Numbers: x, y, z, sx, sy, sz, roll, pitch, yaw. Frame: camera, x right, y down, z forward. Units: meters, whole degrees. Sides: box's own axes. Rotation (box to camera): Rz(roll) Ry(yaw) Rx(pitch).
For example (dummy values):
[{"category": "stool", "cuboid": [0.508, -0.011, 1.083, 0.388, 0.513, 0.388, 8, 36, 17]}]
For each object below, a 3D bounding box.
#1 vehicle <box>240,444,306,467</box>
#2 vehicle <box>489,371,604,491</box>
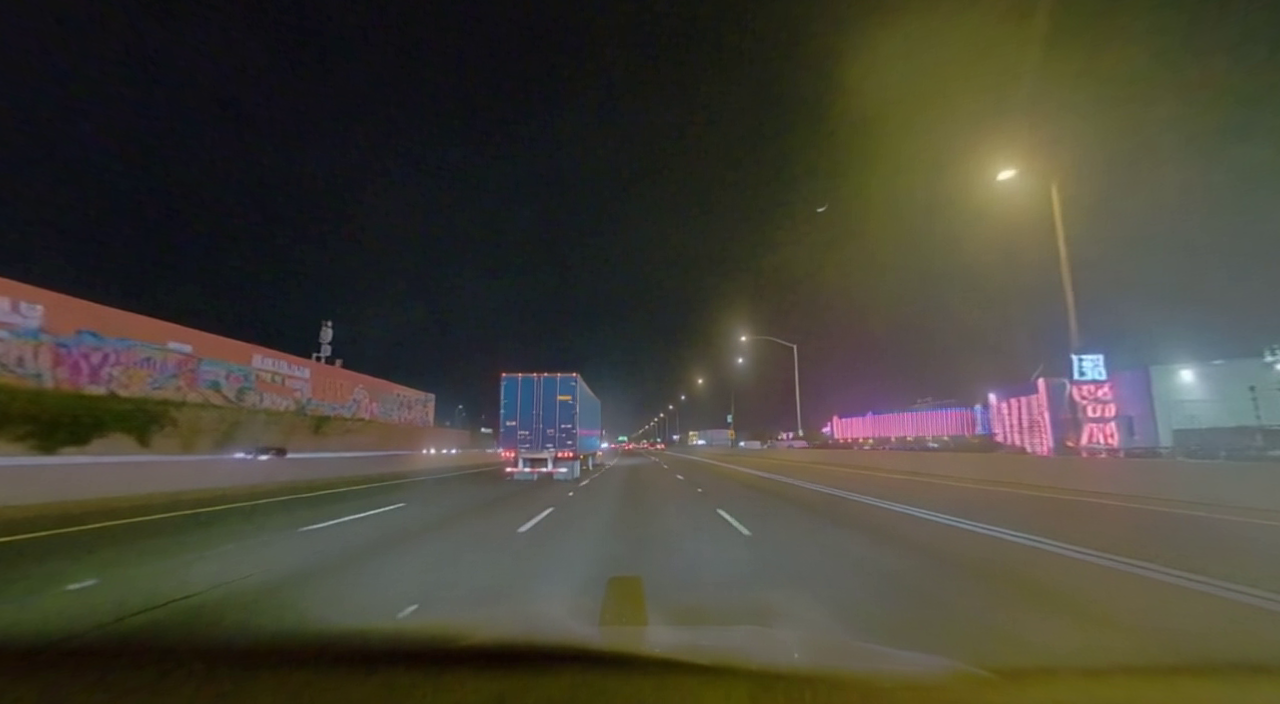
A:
[{"category": "vehicle", "cuboid": [-26.637, 7.486, 45.961, 1.926, 1.582, 4.496, 0, -8, 2]}, {"category": "vehicle", "cuboid": [-3.469, 3.239, 26.239, 2.977, 4.048, 8.890, 1, -7, 2]}]
